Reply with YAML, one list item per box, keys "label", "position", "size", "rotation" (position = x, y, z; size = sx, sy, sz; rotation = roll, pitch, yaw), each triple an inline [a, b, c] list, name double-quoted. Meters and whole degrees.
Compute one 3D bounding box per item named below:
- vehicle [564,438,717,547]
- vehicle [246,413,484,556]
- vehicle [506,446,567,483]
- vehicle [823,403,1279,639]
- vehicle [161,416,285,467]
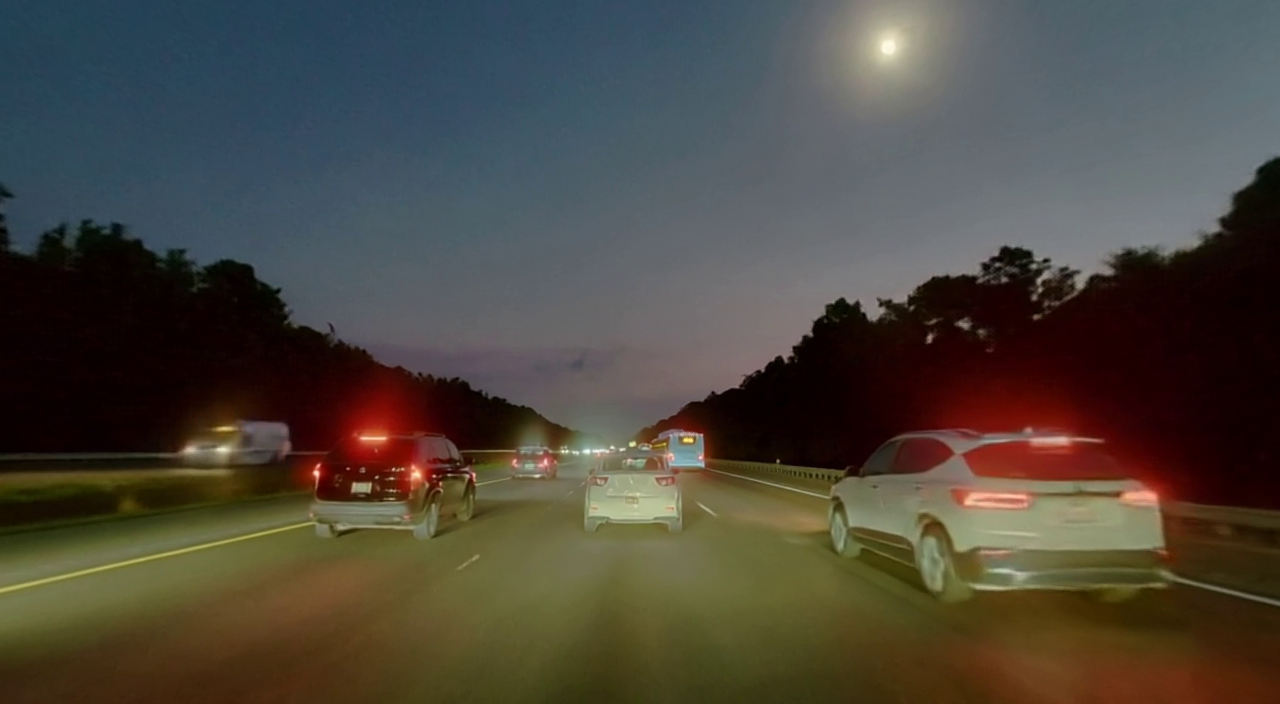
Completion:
- label: "vehicle"
  position: [-0.058, 2.279, 10.893]
  size: [2.120, 1.478, 4.179]
  rotation: [0, -9, -2]
- label: "vehicle"
  position: [-3.835, 1.916, 9.725]
  size: [1.830, 1.703, 4.142]
  rotation: [0, -9, -1]
- label: "vehicle"
  position: [-4.484, 4.932, 27.888]
  size: [2.122, 1.491, 3.800]
  rotation: [0, -9, -1]
- label: "vehicle"
  position: [3.649, 1.544, 6.731]
  size: [1.996, 1.688, 4.207]
  rotation: [0, -9, -2]
- label: "vehicle"
  position: [-17.351, 3.805, 26.586]
  size: [2.088, 1.974, 4.664]
  rotation: [0, -9, -2]
